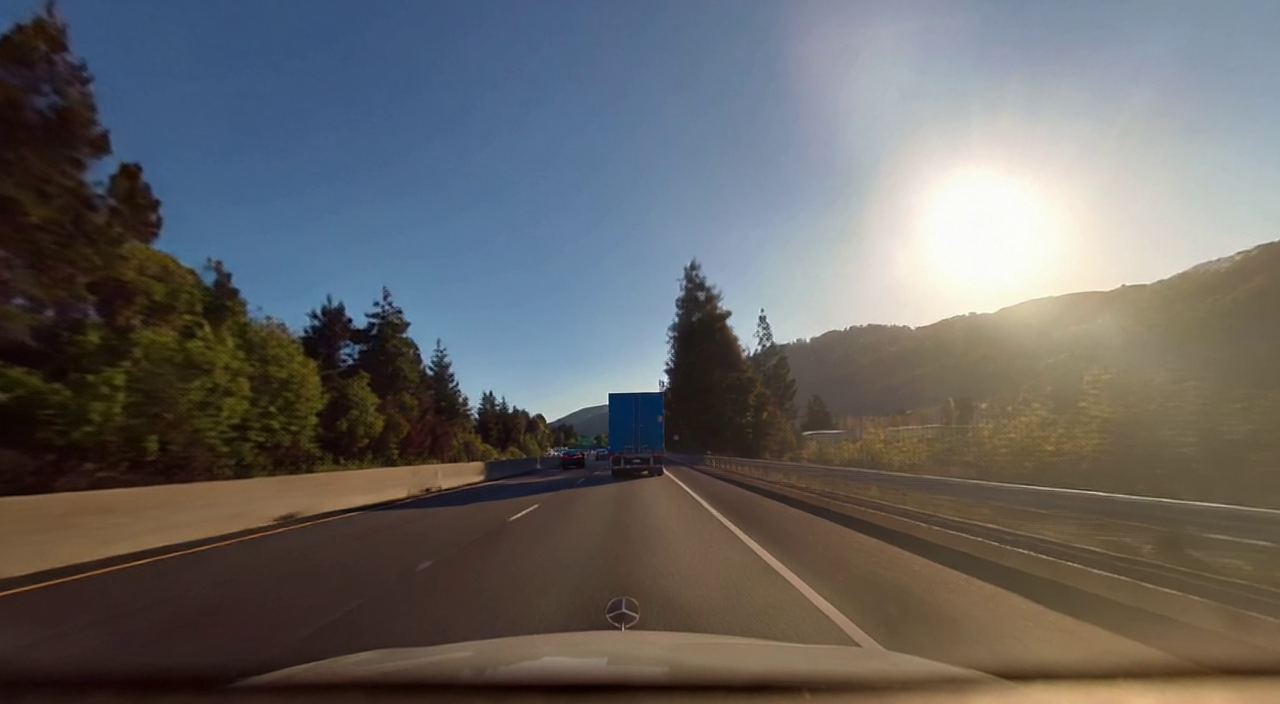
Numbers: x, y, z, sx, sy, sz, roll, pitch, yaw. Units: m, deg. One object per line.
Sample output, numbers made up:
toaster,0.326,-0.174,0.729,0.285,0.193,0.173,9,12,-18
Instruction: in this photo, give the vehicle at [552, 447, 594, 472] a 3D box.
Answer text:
vehicle,-4.208,6.849,40.322,2.206,1.478,4.824,0,-9,0

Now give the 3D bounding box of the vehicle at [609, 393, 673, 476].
vehicle,0.011,4.584,33.994,2.959,3.828,9.617,0,-9,0
